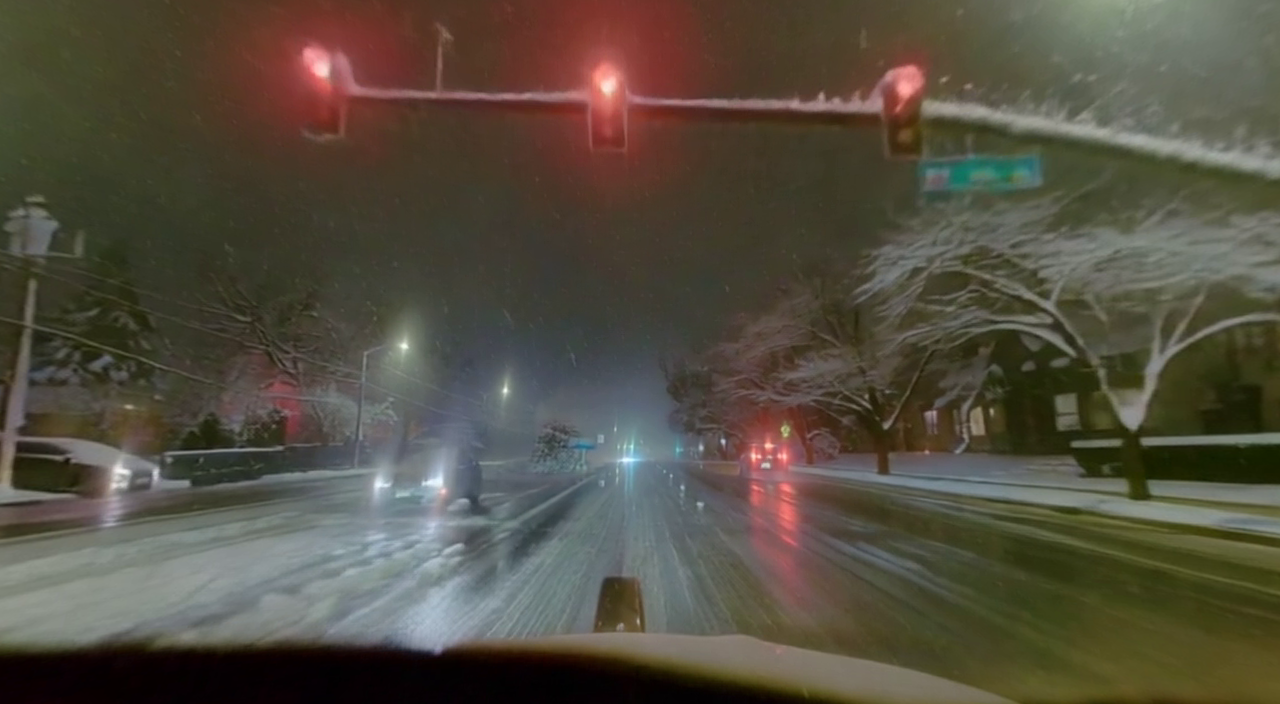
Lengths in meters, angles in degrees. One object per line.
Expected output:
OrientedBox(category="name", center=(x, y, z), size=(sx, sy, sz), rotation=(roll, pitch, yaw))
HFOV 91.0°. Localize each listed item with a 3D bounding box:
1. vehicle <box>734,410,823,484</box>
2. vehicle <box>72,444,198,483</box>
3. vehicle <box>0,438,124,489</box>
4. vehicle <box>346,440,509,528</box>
OrientedBox(category="vehicle", center=(6.666, 4.773, 31.561), size=(2.802, 3.208, 7.459), rotation=(0, -9, 0))
OrientedBox(category="vehicle", center=(-23.827, 5.253, 29.815), size=(4.146, 1.730, 1.973), rotation=(0, -9, -2))
OrientedBox(category="vehicle", center=(-24.518, 4.496, 25.523), size=(4.879, 1.956, 2.324), rotation=(1, -9, -8))
OrientedBox(category="vehicle", center=(-4.319, 2.734, 13.673), size=(2.003, 1.539, 4.396), rotation=(-1, -9, 0))
